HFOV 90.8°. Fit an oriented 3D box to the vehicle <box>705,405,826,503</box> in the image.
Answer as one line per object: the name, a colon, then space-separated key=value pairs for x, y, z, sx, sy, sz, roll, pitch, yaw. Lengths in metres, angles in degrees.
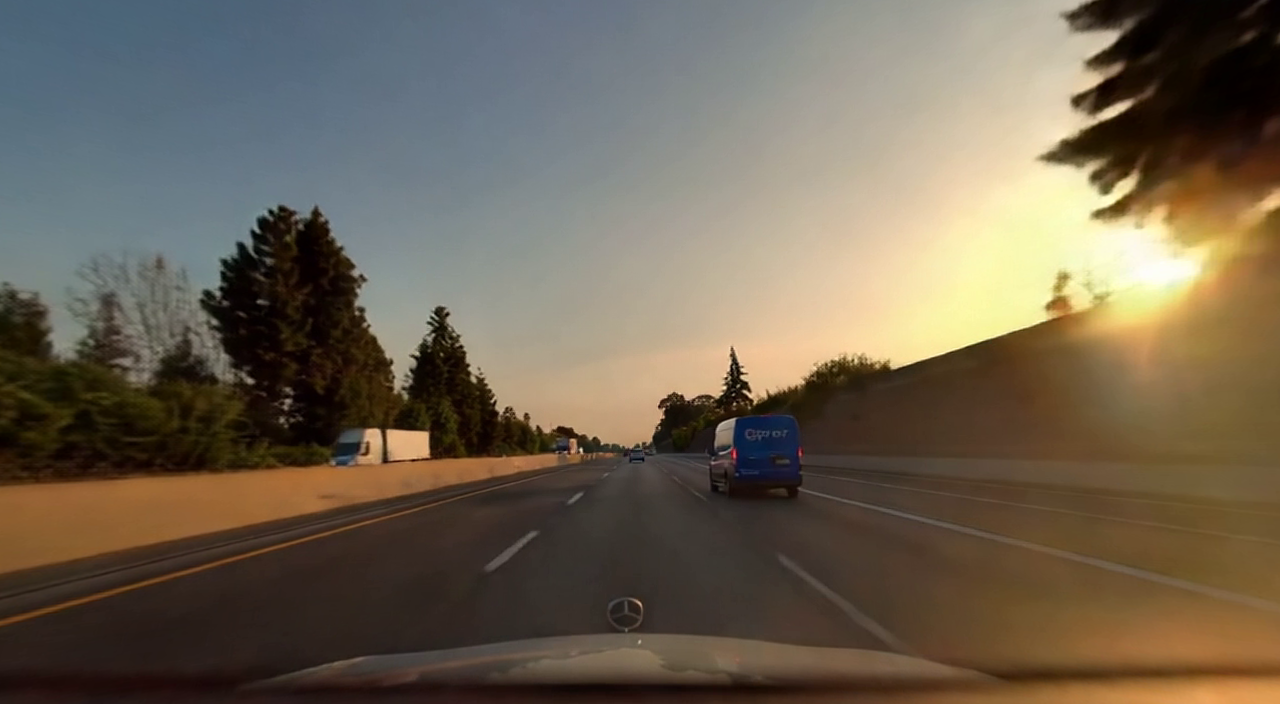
vehicle: x=3.628 y=3.170 z=19.708 sx=2.373 sy=2.561 sz=5.922 roll=0 pitch=-9 yaw=-2
